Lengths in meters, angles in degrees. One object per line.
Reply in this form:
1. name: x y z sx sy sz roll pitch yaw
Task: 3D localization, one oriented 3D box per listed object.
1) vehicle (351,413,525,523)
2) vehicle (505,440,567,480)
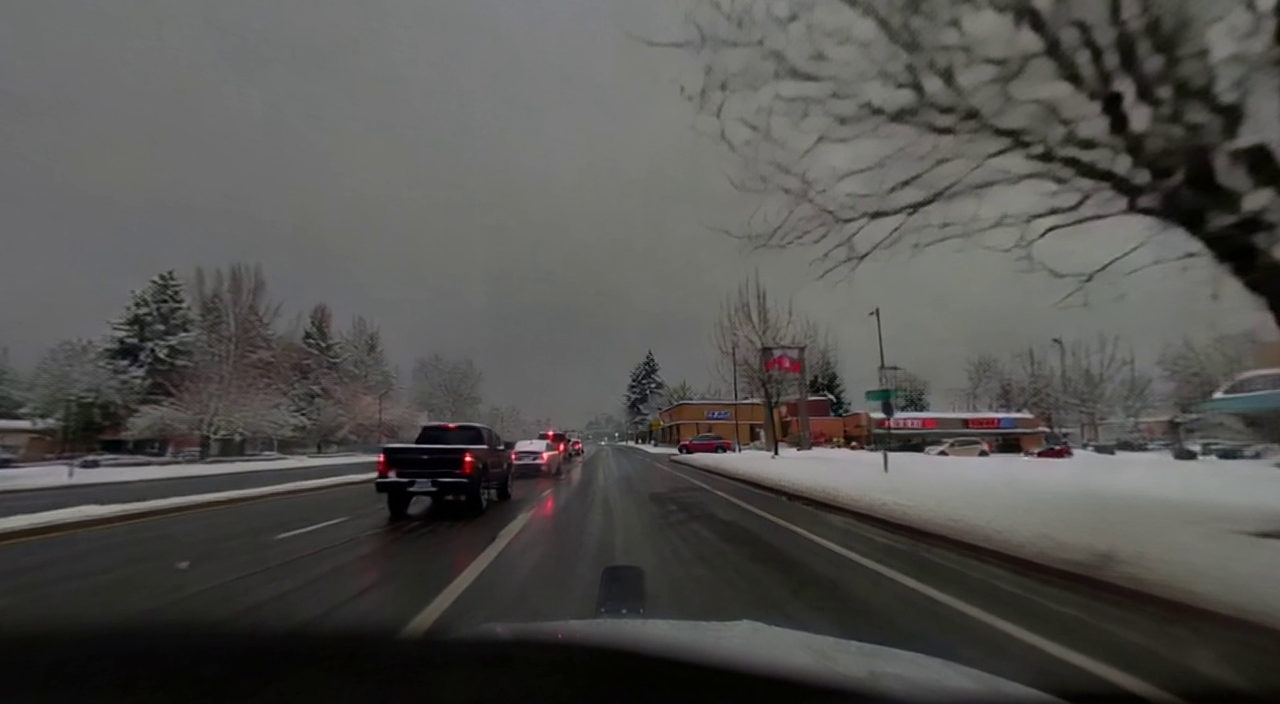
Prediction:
1. vehicle: -4.004 2.396 13.573 2.222 1.899 5.006 0 -8 -2
2. vehicle: -4.051 4.254 25.099 2.113 1.446 4.309 1 -8 -5
